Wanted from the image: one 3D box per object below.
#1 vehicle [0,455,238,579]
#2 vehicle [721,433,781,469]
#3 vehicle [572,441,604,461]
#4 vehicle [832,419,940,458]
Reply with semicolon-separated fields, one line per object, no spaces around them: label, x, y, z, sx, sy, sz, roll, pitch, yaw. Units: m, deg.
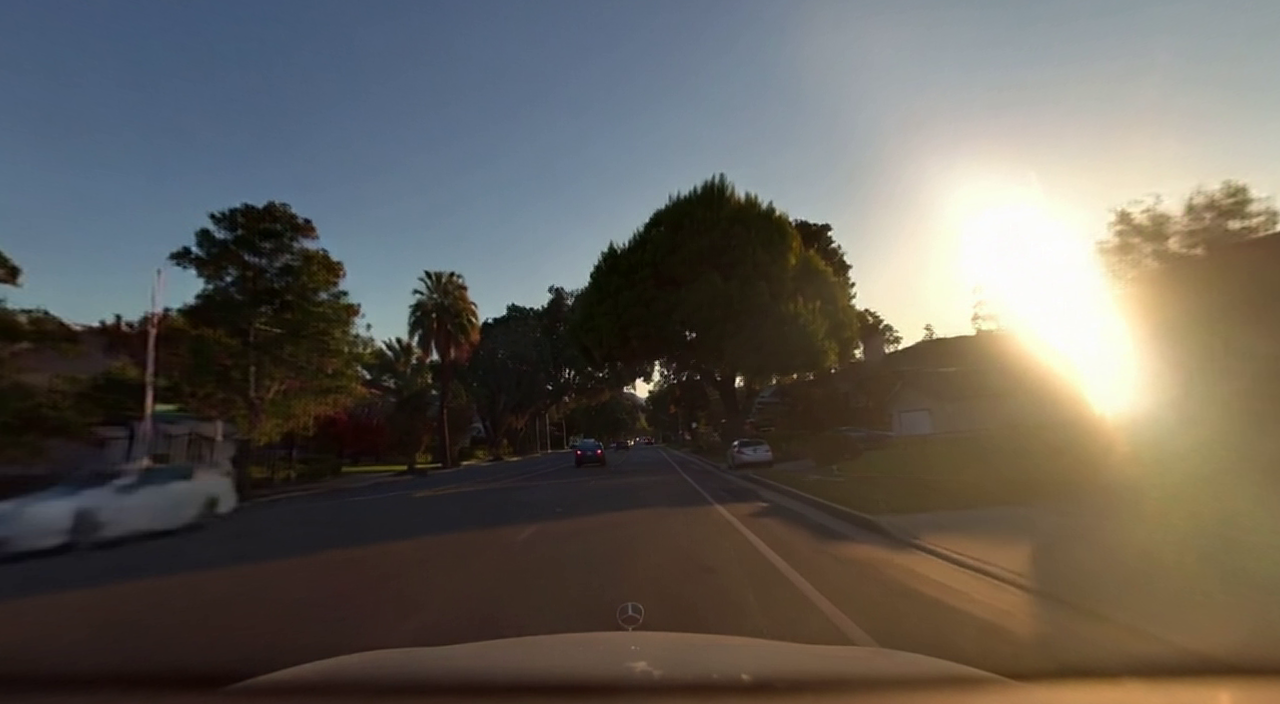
vehicle;-9.248;2.517;10.497;2.027;1.522;4.469;0;-8;2
vehicle;5.169;4.690;29.965;1.995;1.546;4.474;0;-8;-1
vehicle;-3.690;7.154;45.559;1.973;1.400;3.915;0;-8;0
vehicle;10.956;3.895;28.373;4.037;1.673;1.983;-1;-8;3
